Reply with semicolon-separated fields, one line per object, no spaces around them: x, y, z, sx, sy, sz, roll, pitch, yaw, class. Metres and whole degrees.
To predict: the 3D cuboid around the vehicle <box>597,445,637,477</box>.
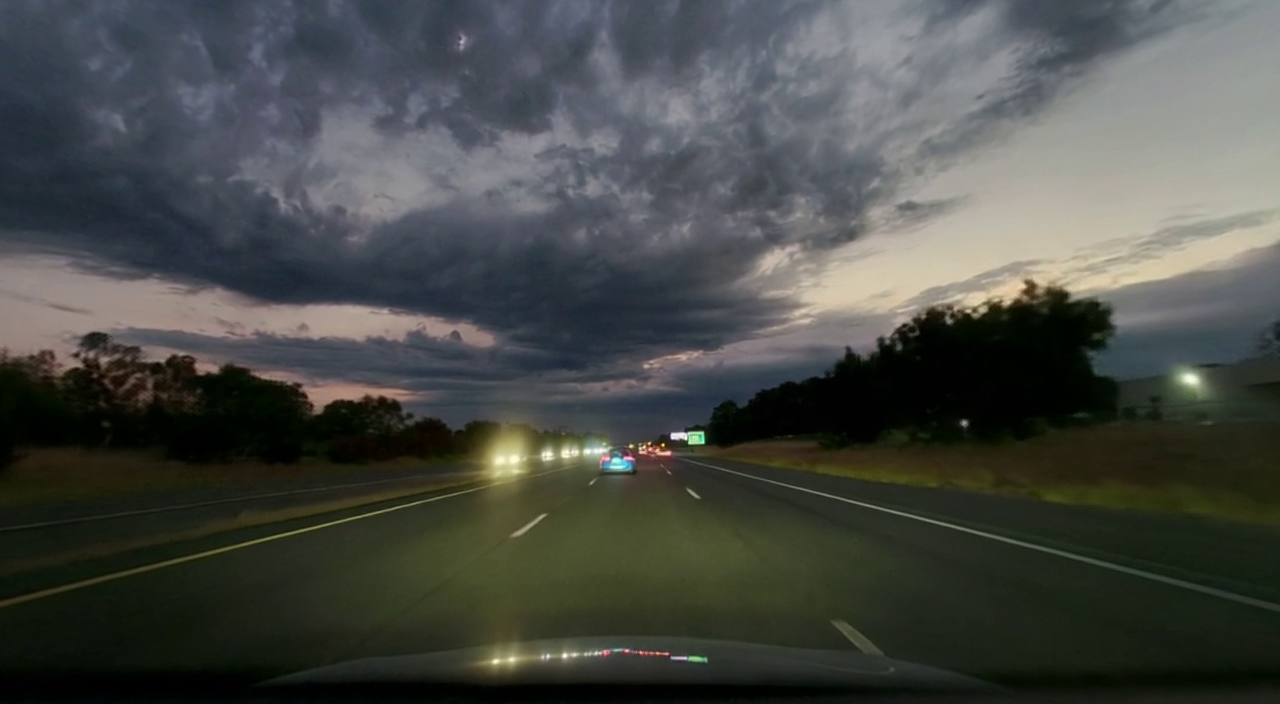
-1.136;5.643;32.770;1.916;1.494;4.335;0;-9;0;vehicle
